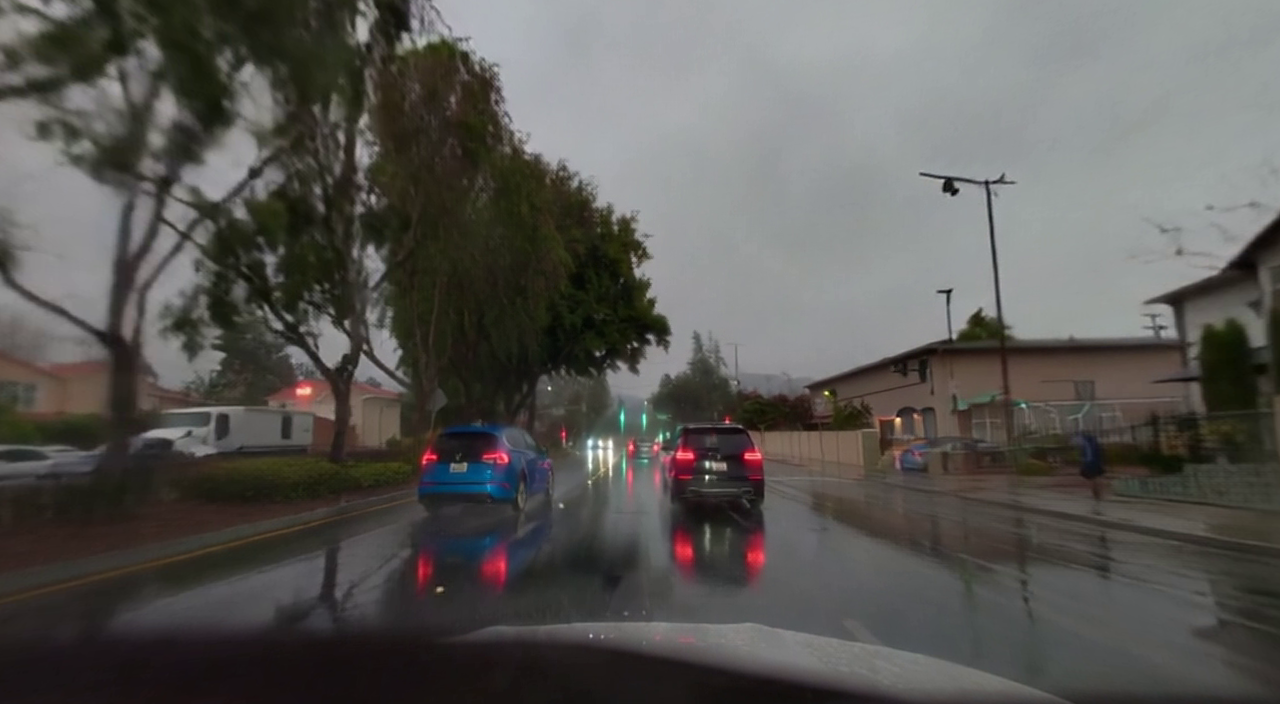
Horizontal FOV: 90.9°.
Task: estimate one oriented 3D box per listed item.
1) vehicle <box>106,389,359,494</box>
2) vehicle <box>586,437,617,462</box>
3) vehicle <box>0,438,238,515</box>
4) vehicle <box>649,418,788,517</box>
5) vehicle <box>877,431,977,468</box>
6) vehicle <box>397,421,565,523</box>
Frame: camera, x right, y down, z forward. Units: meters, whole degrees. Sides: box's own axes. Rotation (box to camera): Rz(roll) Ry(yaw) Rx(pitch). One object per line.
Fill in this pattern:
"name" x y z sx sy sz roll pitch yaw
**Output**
"vehicle" -15.040 3.538 24.772 2.901 3.276 9.720 -1 -9 4
"vehicle" -2.895 7.446 48.210 2.014 1.755 4.360 0 -9 1
"vehicle" -11.914 2.795 14.723 1.923 1.490 4.501 0 -9 3
"vehicle" 1.433 2.389 13.496 2.280 1.747 4.361 0 -9 -2
"vehicle" 15.964 5.397 35.379 2.032 1.877 4.876 2 -7 -25
"vehicle" -2.933 2.347 12.881 2.043 1.687 4.676 0 -8 2
